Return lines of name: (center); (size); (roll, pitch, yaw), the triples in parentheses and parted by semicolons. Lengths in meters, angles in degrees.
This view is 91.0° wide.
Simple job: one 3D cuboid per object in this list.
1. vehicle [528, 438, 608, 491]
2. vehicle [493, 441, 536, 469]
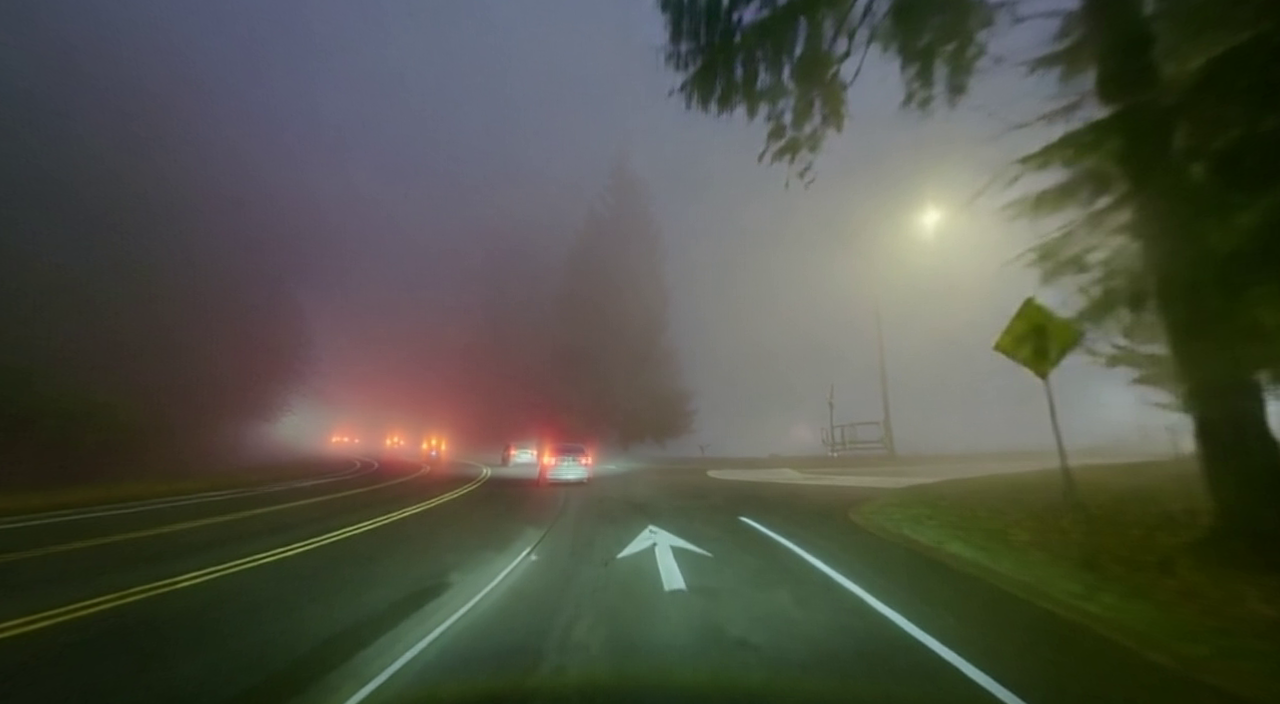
vehicle: (-2.435, 3.606, 20.367); (2.296, 1.510, 4.068); (2, -9, -10)
vehicle: (-7.441, 6.072, 37.121); (2.080, 1.530, 3.719); (3, -9, -17)
